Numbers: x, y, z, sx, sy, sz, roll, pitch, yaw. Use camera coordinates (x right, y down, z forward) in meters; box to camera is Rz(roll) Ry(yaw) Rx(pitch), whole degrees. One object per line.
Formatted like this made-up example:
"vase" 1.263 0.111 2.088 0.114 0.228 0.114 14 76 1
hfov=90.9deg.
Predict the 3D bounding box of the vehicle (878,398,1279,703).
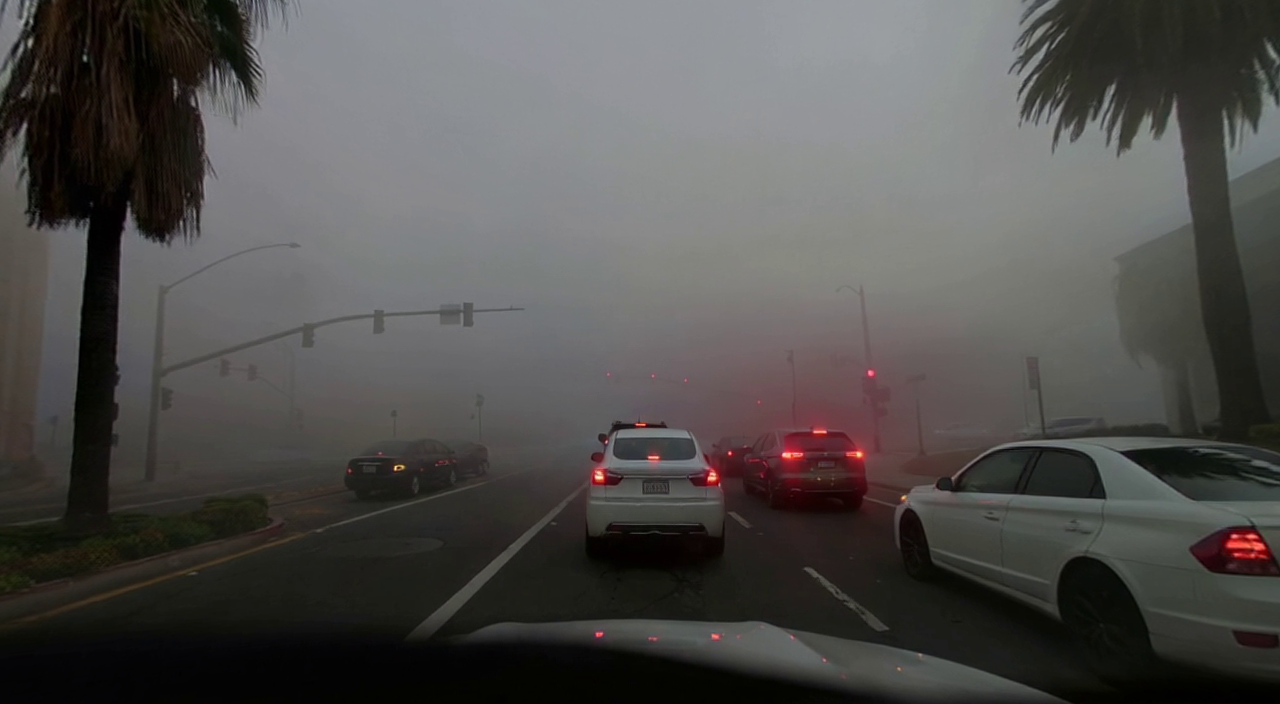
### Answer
"vehicle" 3.544 1.222 4.470 1.910 1.490 4.661 0 -8 1

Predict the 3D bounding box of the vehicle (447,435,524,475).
"vehicle" -6.049 4.087 25.212 1.822 1.456 4.396 -1 -8 2

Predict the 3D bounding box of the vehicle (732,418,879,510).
"vehicle" 3.497 2.469 14.305 2.169 1.751 4.276 0 -8 0

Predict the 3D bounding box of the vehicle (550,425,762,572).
"vehicle" 0.178 1.785 8.460 2.140 1.474 4.026 0 -8 0

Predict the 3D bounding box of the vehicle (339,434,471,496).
"vehicle" -6.251 3.050 17.382 1.900 1.487 4.165 0 -8 2
